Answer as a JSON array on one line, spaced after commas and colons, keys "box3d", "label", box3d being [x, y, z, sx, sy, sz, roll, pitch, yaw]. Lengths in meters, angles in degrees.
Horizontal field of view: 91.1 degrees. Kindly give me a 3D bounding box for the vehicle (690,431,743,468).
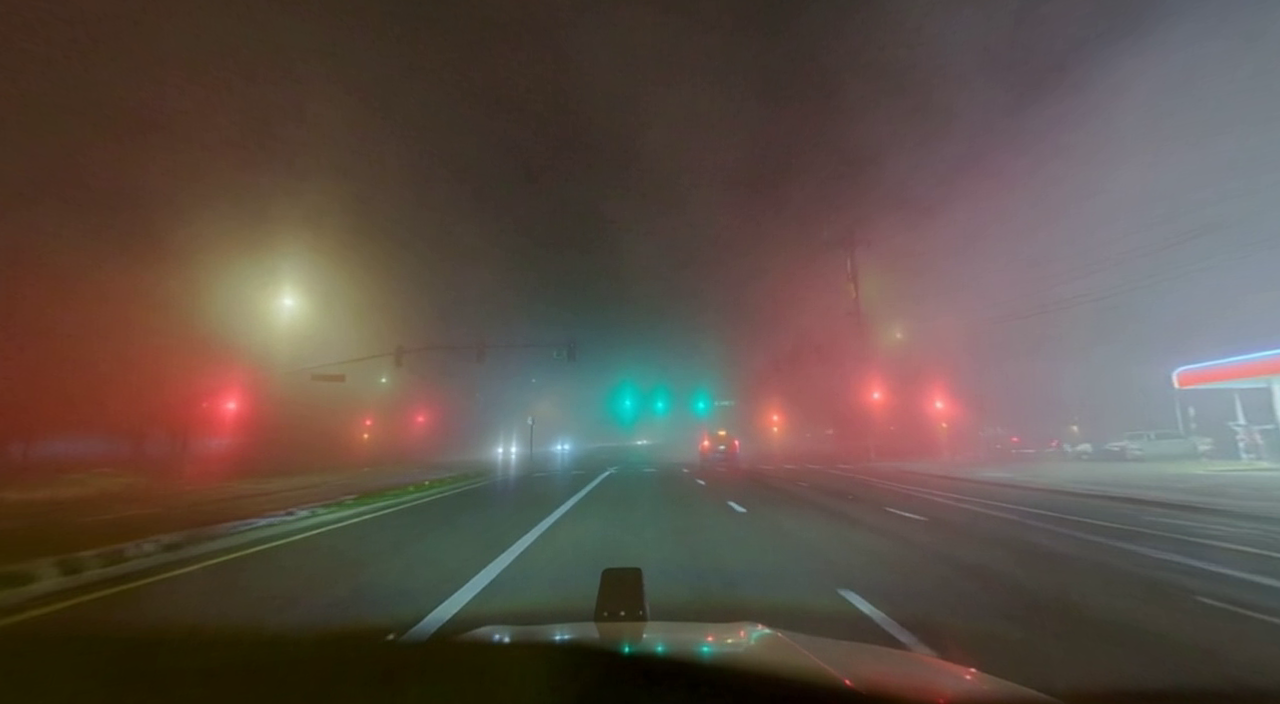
[{"box3d": [3.747, 4.902, 31.544, 2.090, 1.717, 4.063, 0, -8, -1], "label": "vehicle"}]
